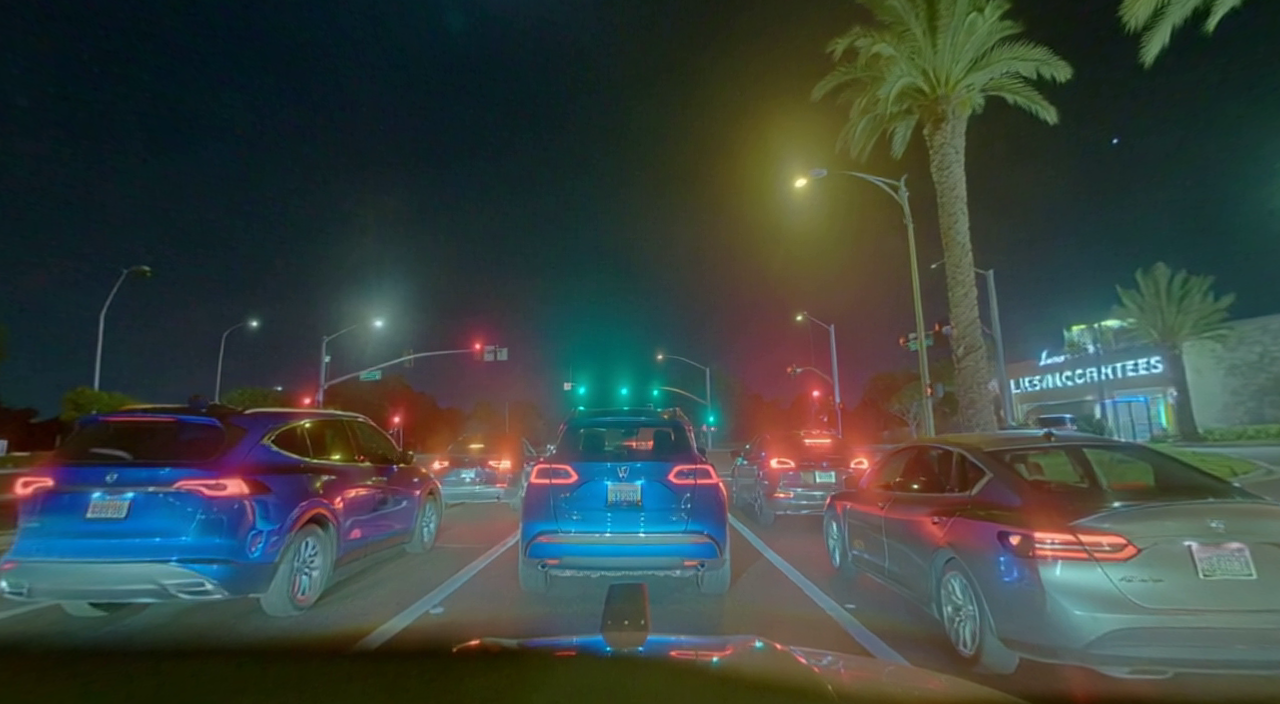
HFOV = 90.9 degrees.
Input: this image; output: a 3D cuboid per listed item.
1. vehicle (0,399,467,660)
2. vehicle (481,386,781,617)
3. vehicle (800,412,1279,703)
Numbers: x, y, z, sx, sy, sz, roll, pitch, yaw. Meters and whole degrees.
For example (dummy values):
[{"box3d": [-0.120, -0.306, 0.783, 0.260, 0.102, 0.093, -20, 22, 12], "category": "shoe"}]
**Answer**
[{"box3d": [-3.347, 1.384, 6.048, 2.014, 1.534, 4.455, 0, -8, 1], "category": "vehicle"}, {"box3d": [-0.126, 1.460, 7.079, 2.280, 1.747, 4.361, 0, -8, -2], "category": "vehicle"}, {"box3d": [2.975, 1.370, 5.253, 2.017, 1.491, 4.611, 0, -8, -1], "category": "vehicle"}]
